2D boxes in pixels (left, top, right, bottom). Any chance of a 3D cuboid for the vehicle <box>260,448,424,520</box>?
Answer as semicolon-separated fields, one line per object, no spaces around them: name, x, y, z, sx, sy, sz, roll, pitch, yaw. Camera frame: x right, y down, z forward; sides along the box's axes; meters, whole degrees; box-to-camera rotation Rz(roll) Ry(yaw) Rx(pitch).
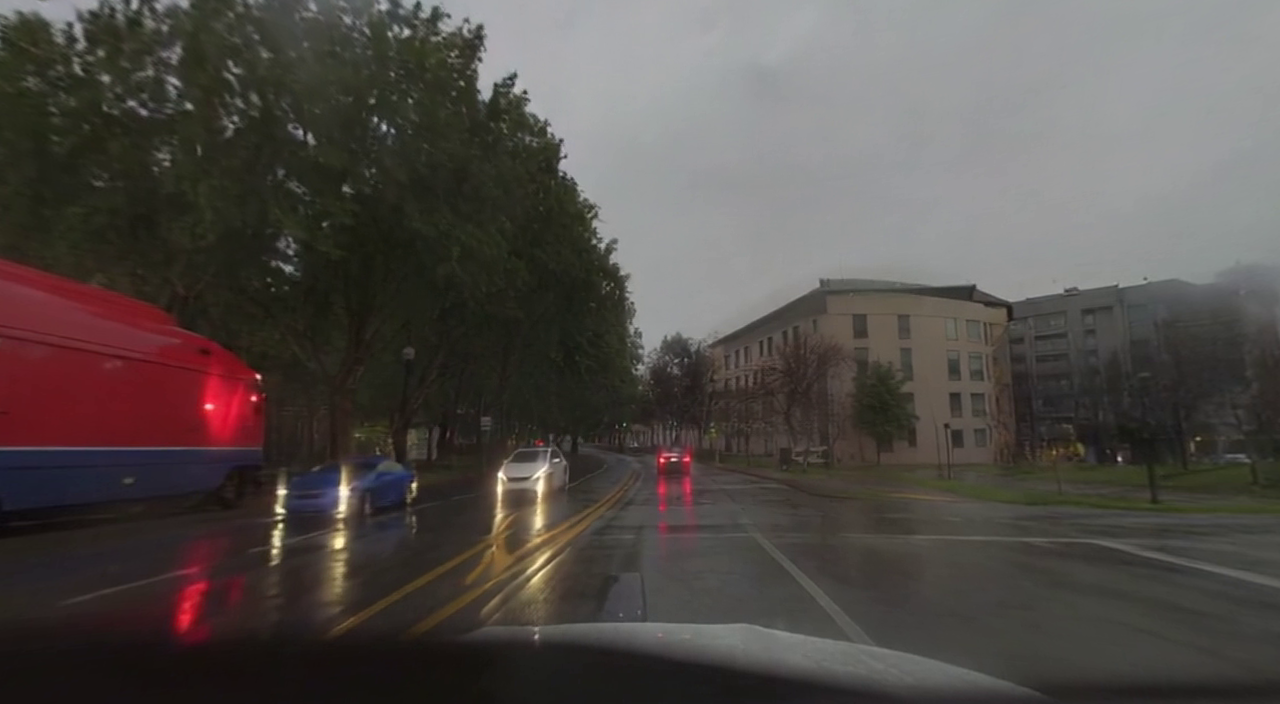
vehicle;-7.256;3.212;16.010;2.042;1.531;4.403;0;-8;-1

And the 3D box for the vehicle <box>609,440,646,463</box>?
vehicle;-1.028;7.807;49.680;2.010;1.725;4.320;2;-9;-14

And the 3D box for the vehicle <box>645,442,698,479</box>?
vehicle;1.572;5.599;33.015;2.263;1.765;4.237;0;-8;-4
